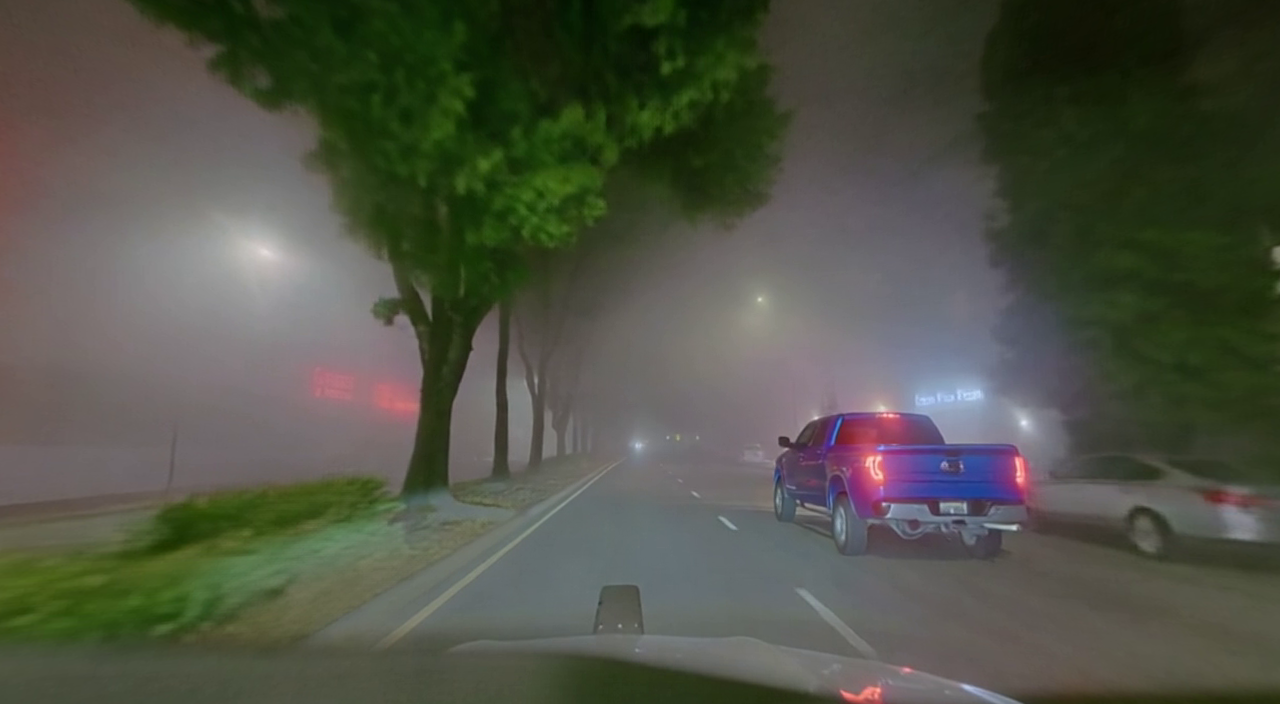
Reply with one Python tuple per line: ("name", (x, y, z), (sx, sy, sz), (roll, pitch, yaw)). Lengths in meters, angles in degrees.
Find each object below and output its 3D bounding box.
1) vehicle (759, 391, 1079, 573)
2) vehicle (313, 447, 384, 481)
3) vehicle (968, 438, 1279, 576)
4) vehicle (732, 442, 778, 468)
("vehicle", (3.330, 1.709, 9.107), (2.085, 1.828, 5.383), (0, -8, -1))
("vehicle", (-16.022, 6.157, 34.829), (1.913, 1.734, 4.357), (0, -8, -2))
("vehicle", (7.391, 2.093, 9.547), (2.108, 1.503, 5.000), (1, -8, 0))
("vehicle", (7.287, 6.557, 40.272), (1.863, 1.588, 4.670), (0, -8, -2))
